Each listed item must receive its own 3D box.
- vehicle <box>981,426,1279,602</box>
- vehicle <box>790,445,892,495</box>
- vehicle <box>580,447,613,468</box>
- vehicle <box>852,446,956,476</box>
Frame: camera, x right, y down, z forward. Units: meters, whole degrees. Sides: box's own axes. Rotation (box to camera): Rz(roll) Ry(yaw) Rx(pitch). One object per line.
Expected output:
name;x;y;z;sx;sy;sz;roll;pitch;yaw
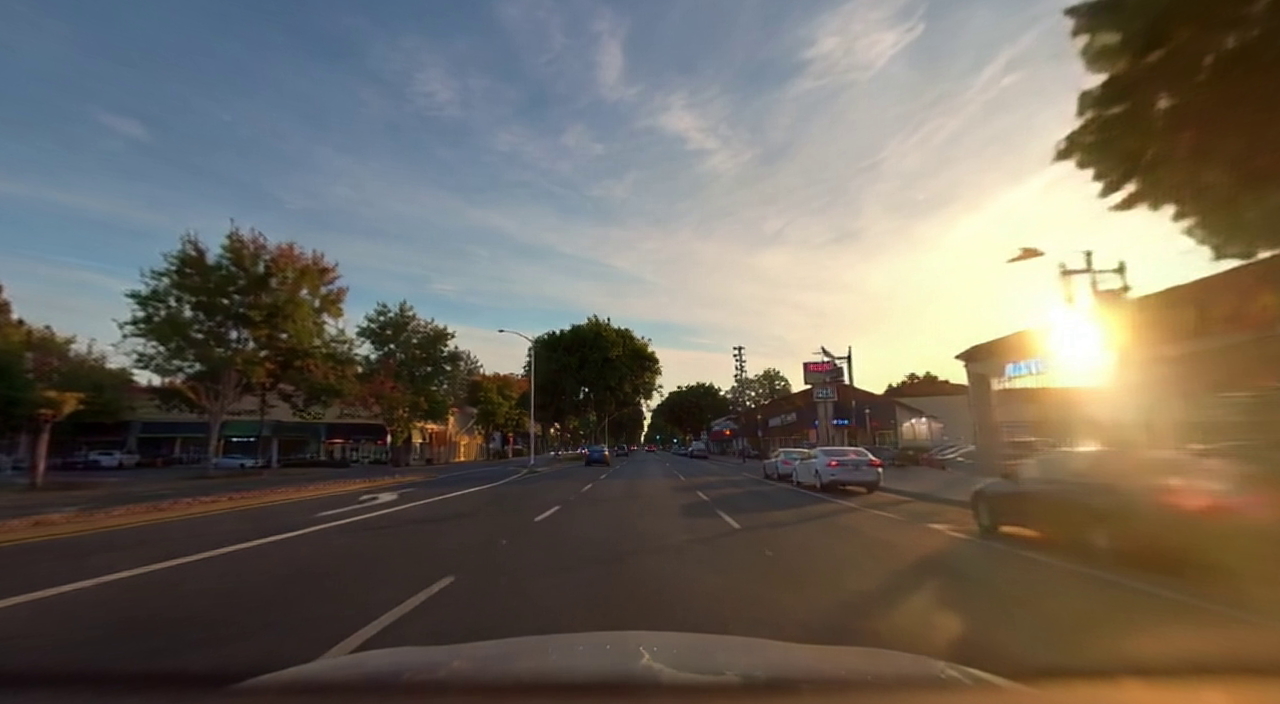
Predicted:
vehicle;6.516;1.850;8.083;1.934;1.641;4.117;0;-9;0
vehicle;6.765;4.001;21.797;1.869;1.516;4.767;0;-9;-1
vehicle;-3.084;7.586;45.643;2.005;1.446;4.265;0;-9;1
vehicle;13.300;5.497;31.933;4.373;1.463;1.992;0;-9;0
